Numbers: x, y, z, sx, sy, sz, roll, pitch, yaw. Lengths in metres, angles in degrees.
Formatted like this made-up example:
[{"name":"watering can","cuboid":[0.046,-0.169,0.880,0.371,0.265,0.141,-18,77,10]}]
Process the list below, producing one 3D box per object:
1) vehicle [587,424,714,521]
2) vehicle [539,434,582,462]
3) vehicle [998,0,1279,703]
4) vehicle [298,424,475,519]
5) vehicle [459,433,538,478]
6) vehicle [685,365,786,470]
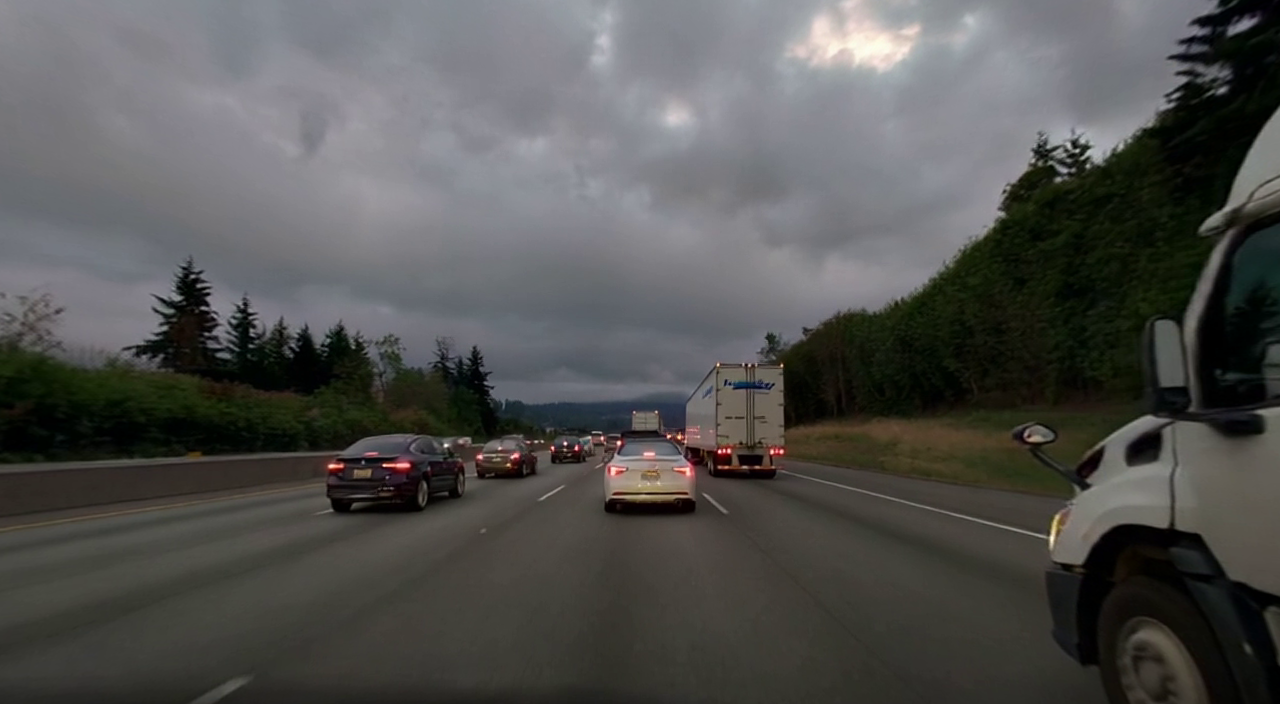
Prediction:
[{"name":"vehicle","cuboid":[0.152,2.122,11.654,1.973,1.505,3.568,0,-8,0]},{"name":"vehicle","cuboid":[-4.562,5.577,36.868,1.887,1.493,4.411,0,-8,1]},{"name":"vehicle","cuboid":[3.954,-0.186,1.082,2.982,3.860,6.011,0,-8,0]},{"name":"vehicle","cuboid":[-4.602,2.190,12.105,1.821,1.514,3.677,0,-8,1]},{"name":"vehicle","cuboid":[-4.979,3.676,22.743,1.880,1.458,3.978,0,-8,1]},{"name":"vehicle","cuboid":[4.230,3.503,31.766,2.892,4.101,14.252,0,-8,0]}]
